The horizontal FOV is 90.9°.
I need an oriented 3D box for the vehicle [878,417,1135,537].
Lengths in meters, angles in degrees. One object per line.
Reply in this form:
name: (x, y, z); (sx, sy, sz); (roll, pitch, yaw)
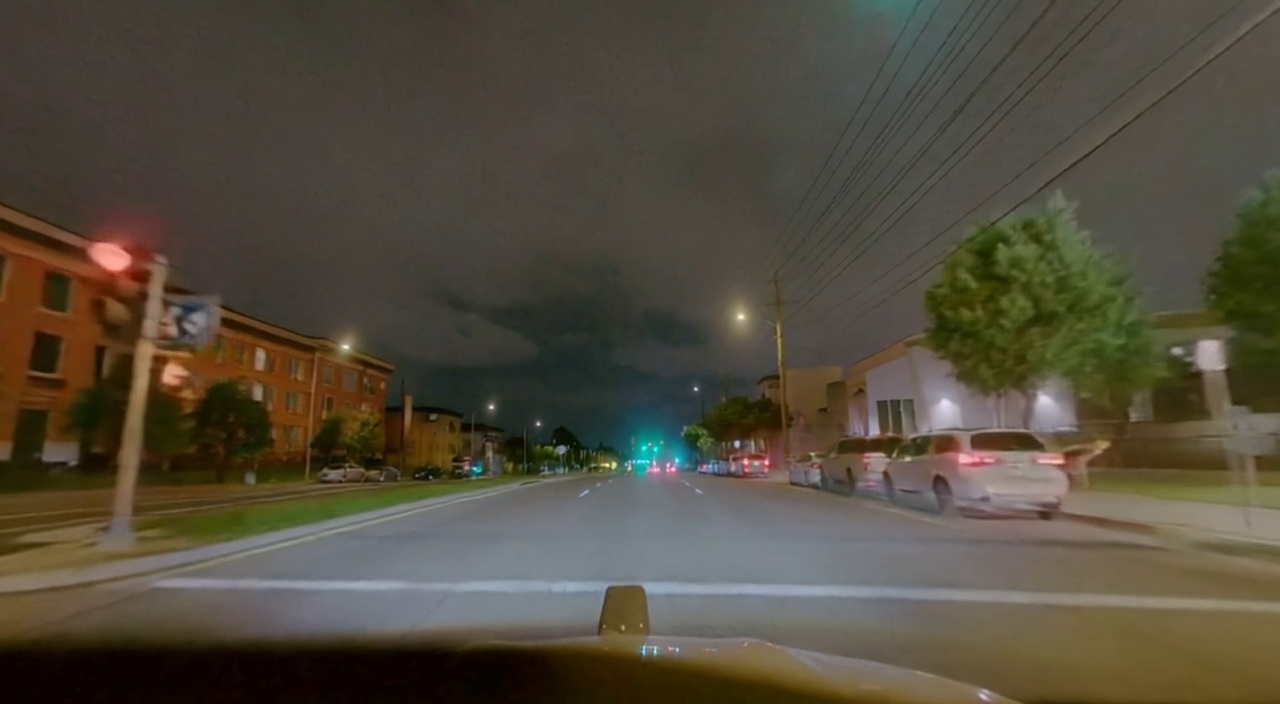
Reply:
vehicle: (6.807, 2.360, 12.596); (2.148, 1.904, 4.910); (0, -8, 0)

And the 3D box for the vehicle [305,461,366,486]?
vehicle: (-22.201, 8.853, 46.139); (1.966, 1.595, 4.719); (0, -8, 1)

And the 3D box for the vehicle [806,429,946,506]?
vehicle: (6.741, 3.346, 18.781); (2.163, 1.949, 5.158); (0, -8, 0)

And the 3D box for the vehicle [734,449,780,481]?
vehicle: (7.220, 7.024, 39.339); (1.998, 1.819, 4.621); (0, -8, 0)
